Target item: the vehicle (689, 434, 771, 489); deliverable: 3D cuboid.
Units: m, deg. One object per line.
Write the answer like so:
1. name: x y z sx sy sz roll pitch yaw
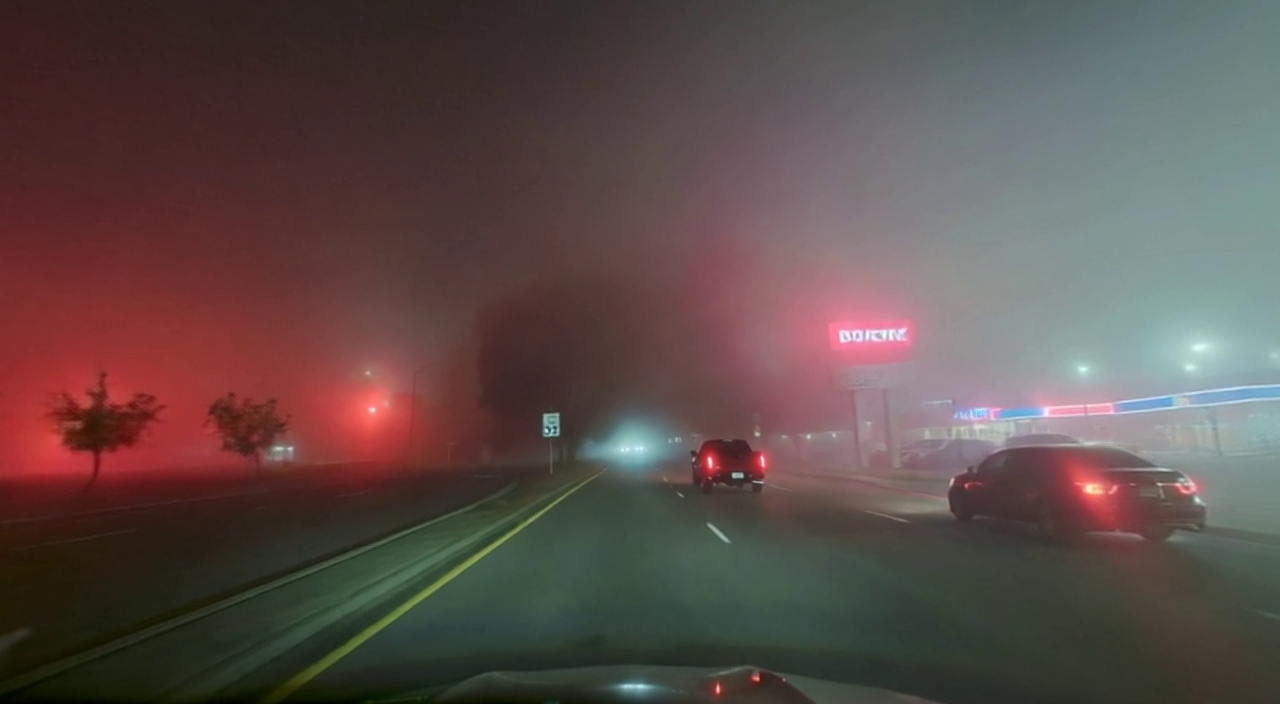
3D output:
1. vehicle: 3.094 3.913 22.850 2.214 1.749 4.998 0 -9 0

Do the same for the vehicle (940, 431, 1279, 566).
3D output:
1. vehicle: 6.476 1.965 9.216 1.986 1.480 4.296 0 -9 -1

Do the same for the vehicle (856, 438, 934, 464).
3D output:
1. vehicle: 17.672 6.907 43.984 4.466 1.707 2.092 0 -9 -1
